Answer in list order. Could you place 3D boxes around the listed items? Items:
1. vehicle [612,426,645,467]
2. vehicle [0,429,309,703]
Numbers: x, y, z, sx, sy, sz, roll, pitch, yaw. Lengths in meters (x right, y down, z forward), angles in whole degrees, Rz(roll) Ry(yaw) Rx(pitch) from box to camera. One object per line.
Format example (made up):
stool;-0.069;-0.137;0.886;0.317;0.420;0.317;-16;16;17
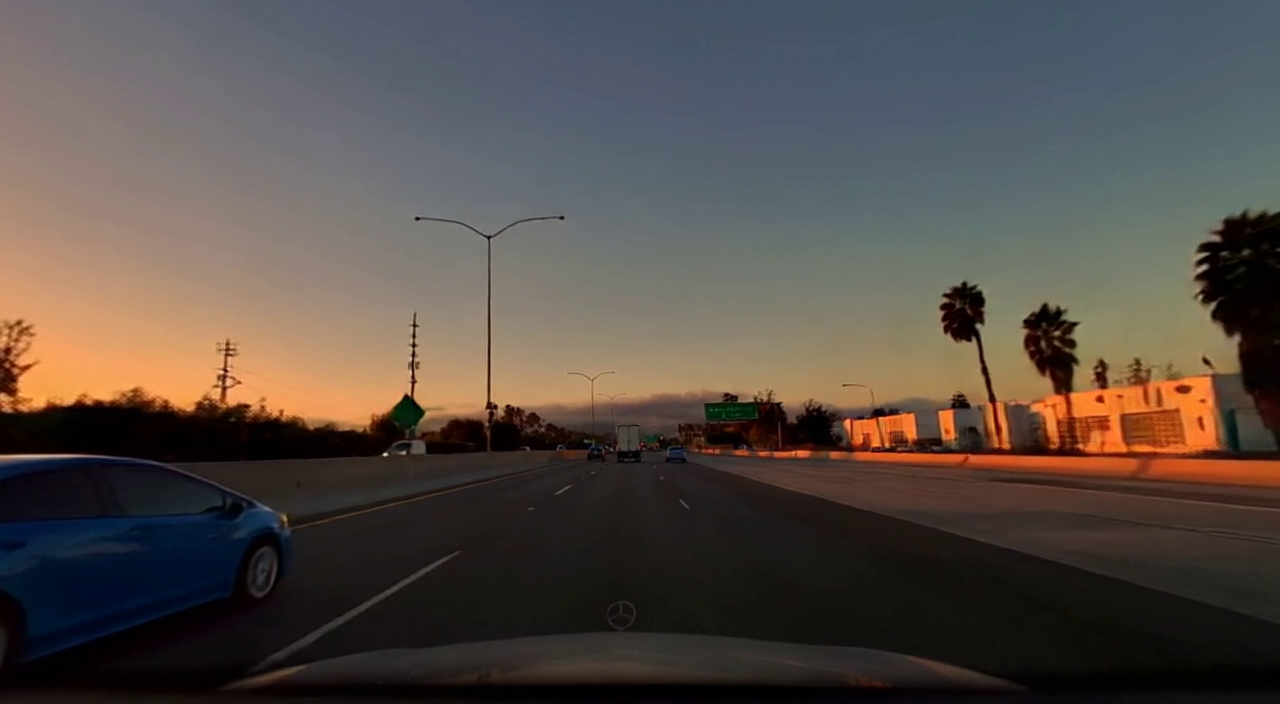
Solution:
vehicle;-0.929;7.280;48.801;2.364;2.953;6.495;0;-9;-2
vehicle;-3.985;1.158;3.385;2.097;1.447;4.291;0;-9;0
